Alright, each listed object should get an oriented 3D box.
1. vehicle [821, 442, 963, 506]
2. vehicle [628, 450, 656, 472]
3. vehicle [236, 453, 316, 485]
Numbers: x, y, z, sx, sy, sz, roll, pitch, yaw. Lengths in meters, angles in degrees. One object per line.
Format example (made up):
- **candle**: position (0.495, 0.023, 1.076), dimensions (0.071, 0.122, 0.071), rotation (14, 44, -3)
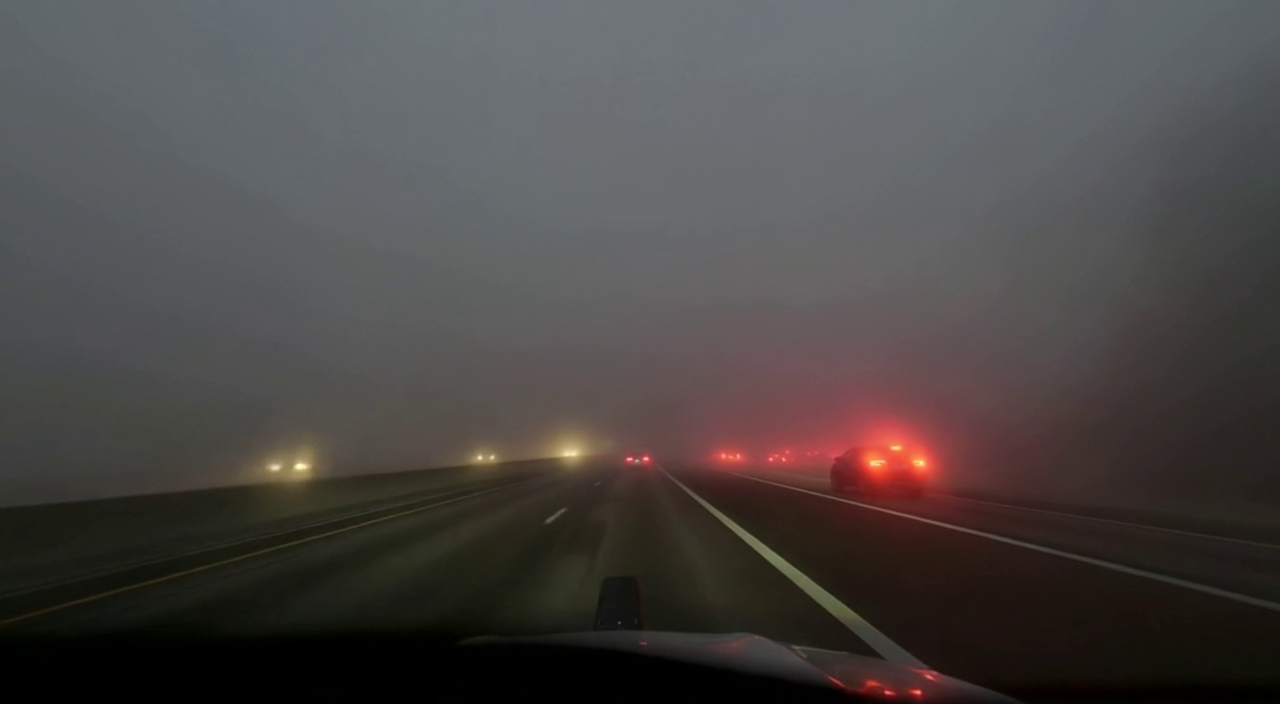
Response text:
- **vehicle**: position (6.812, 3.341, 17.603), dimensions (2.008, 1.533, 4.592), rotation (0, -9, -1)
- **vehicle**: position (0.179, 7.989, 46.273), dimensions (2.025, 1.526, 4.181), rotation (0, -9, 1)
- **vehicle**: position (-19.067, 6.113, 33.015), dimensions (1.785, 1.507, 3.920), rotation (0, -9, 1)
